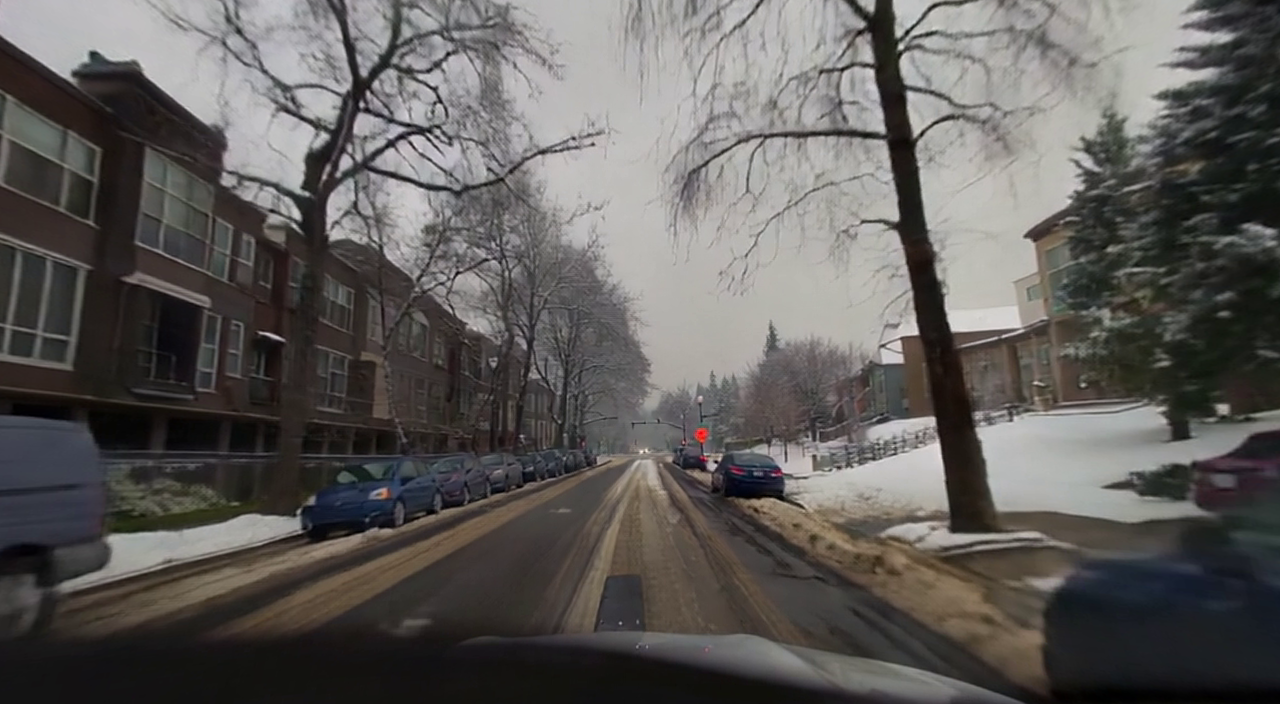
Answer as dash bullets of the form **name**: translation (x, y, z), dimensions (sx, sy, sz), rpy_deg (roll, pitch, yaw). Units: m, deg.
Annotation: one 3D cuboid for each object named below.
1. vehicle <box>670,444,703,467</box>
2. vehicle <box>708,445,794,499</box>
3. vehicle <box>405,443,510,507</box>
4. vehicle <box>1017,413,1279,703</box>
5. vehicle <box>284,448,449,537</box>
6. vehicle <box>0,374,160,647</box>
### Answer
- **vehicle**: translation (3.504, 7.848, 48.266), dimensions (1.951, 1.654, 4.146), rpy_deg (0, -8, -3)
- **vehicle**: translation (3.312, 3.639, 19.624), dimensions (1.835, 1.490, 4.134), rpy_deg (0, -8, -1)
- **vehicle**: translation (-4.970, 3.378, 17.834), dimensions (1.782, 1.585, 3.962), rpy_deg (0, -8, 0)
- **vehicle**: translation (3.119, 0.895, 1.629), dimensions (1.903, 1.512, 3.900), rpy_deg (0, -8, 1)
- **vehicle**: translation (-5.257, 2.699, 12.673), dimensions (1.722, 1.491, 3.431), rpy_deg (0, -8, 1)
- **vehicle**: translation (-5.296, 1.070, 3.389), dimensions (1.947, 1.833, 4.606), rpy_deg (-1, -2, 0)
